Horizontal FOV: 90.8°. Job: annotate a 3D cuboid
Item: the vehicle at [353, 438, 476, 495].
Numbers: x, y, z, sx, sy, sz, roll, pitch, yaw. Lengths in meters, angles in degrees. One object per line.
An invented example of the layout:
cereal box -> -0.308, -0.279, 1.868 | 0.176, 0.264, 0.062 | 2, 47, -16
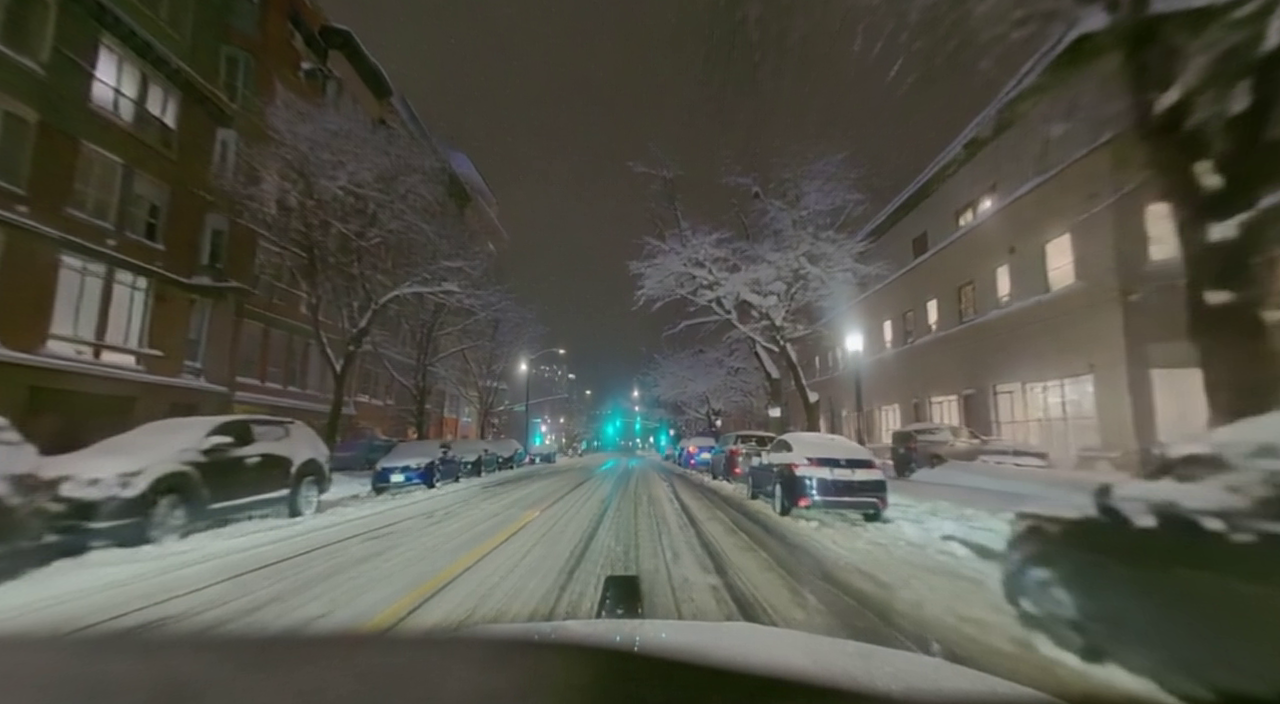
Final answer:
vehicle -> -6.622, 3.377, 19.172 | 1.913, 1.479, 4.714 | 0, -8, 1

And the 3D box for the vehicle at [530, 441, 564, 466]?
vehicle -> -6.971, 7.635, 47.861 | 1.893, 1.758, 4.019 | 0, -8, 0

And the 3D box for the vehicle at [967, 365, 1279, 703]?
vehicle -> 3.383, 0.919, 2.620 | 1.828, 1.664, 4.035 | 0, -8, -1

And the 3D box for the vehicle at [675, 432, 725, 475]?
vehicle -> 2.711, 4.668, 29.461 | 1.954, 1.845, 4.682 | 0, -8, 1

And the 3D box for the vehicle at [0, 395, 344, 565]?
vehicle -> -6.693, 1.814, 9.806 | 2.008, 1.969, 4.740 | 0, -8, -2

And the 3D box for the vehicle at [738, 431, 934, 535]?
vehicle -> 3.181, 2.203, 11.483 | 1.908, 1.461, 4.873 | 0, -8, -1
